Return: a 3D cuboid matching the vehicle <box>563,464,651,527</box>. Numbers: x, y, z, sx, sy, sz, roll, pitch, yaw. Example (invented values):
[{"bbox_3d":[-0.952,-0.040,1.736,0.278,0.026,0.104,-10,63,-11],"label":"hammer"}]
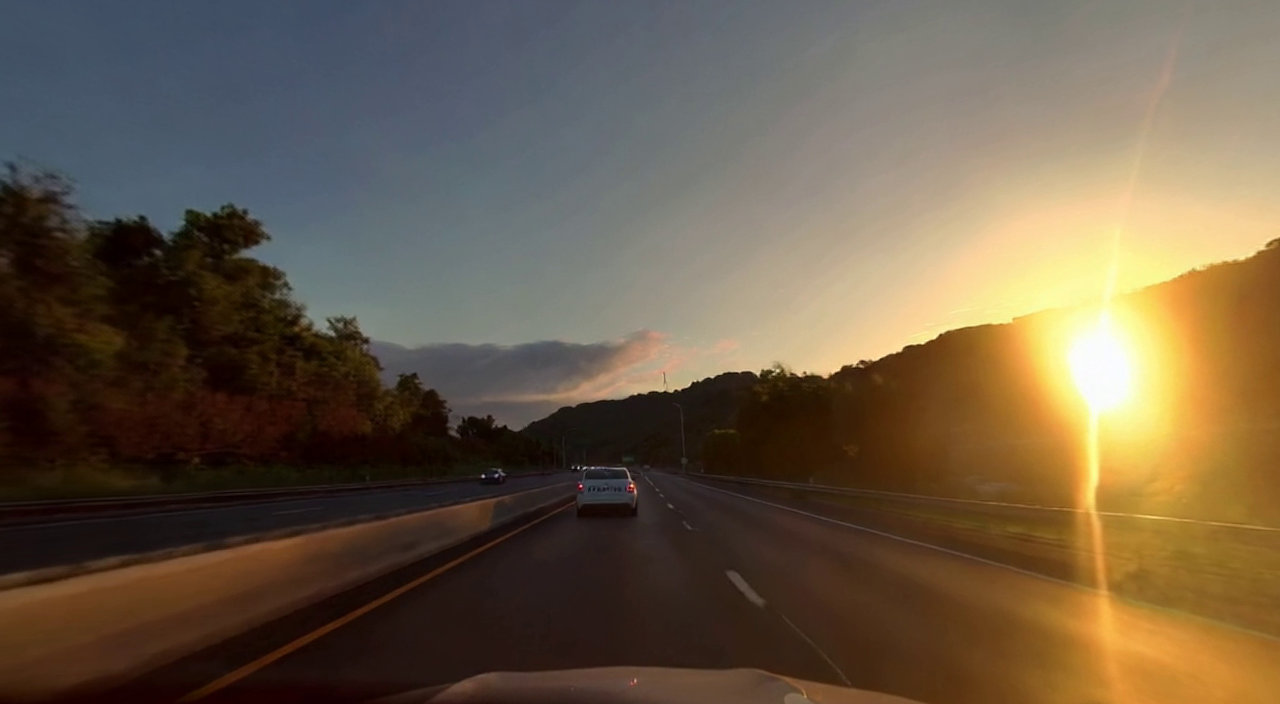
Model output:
[{"bbox_3d":[-0.804,3.988,18.009,2.135,1.506,5.041,1,-10,0],"label":"vehicle"}]
